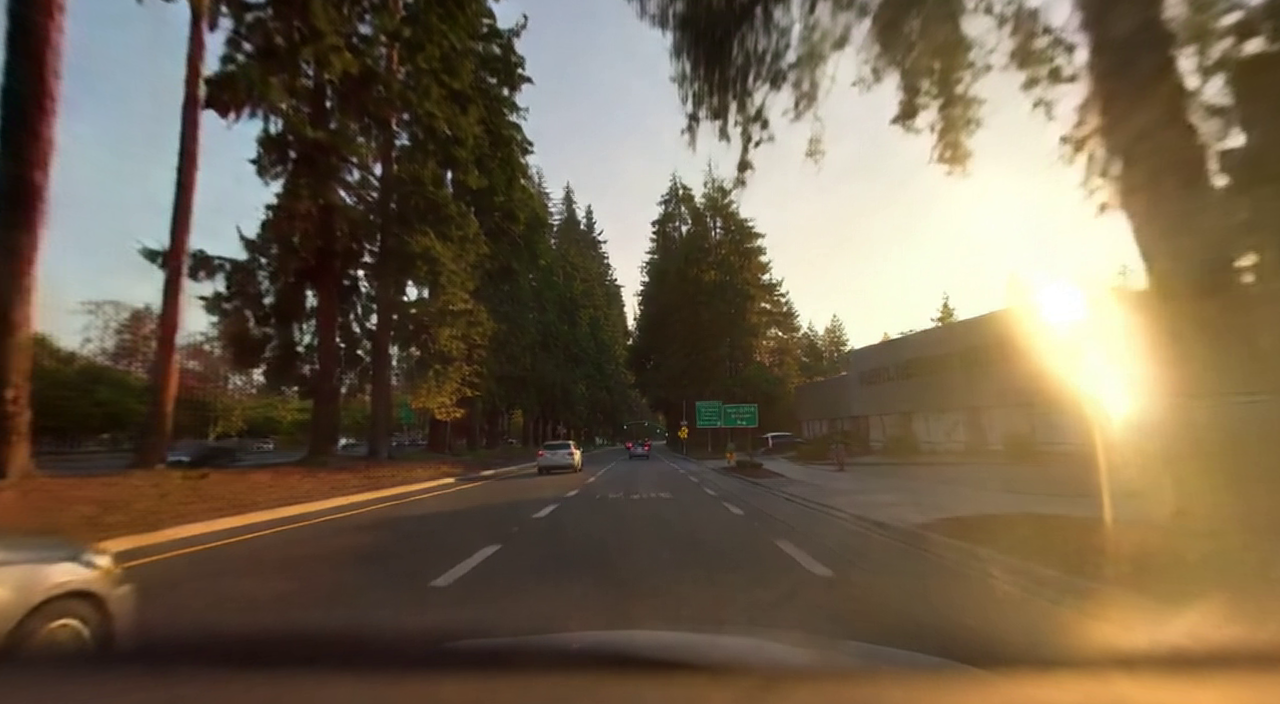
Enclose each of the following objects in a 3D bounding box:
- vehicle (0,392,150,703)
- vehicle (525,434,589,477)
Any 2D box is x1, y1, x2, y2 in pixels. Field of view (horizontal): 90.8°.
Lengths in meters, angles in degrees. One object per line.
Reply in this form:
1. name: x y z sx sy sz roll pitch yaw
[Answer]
1. vehicle: -3.465 0.687 0.989 1.862 1.478 4.369 0 -8 0
2. vehicle: -3.253 4.144 25.486 1.942 1.588 4.172 0 -8 1
